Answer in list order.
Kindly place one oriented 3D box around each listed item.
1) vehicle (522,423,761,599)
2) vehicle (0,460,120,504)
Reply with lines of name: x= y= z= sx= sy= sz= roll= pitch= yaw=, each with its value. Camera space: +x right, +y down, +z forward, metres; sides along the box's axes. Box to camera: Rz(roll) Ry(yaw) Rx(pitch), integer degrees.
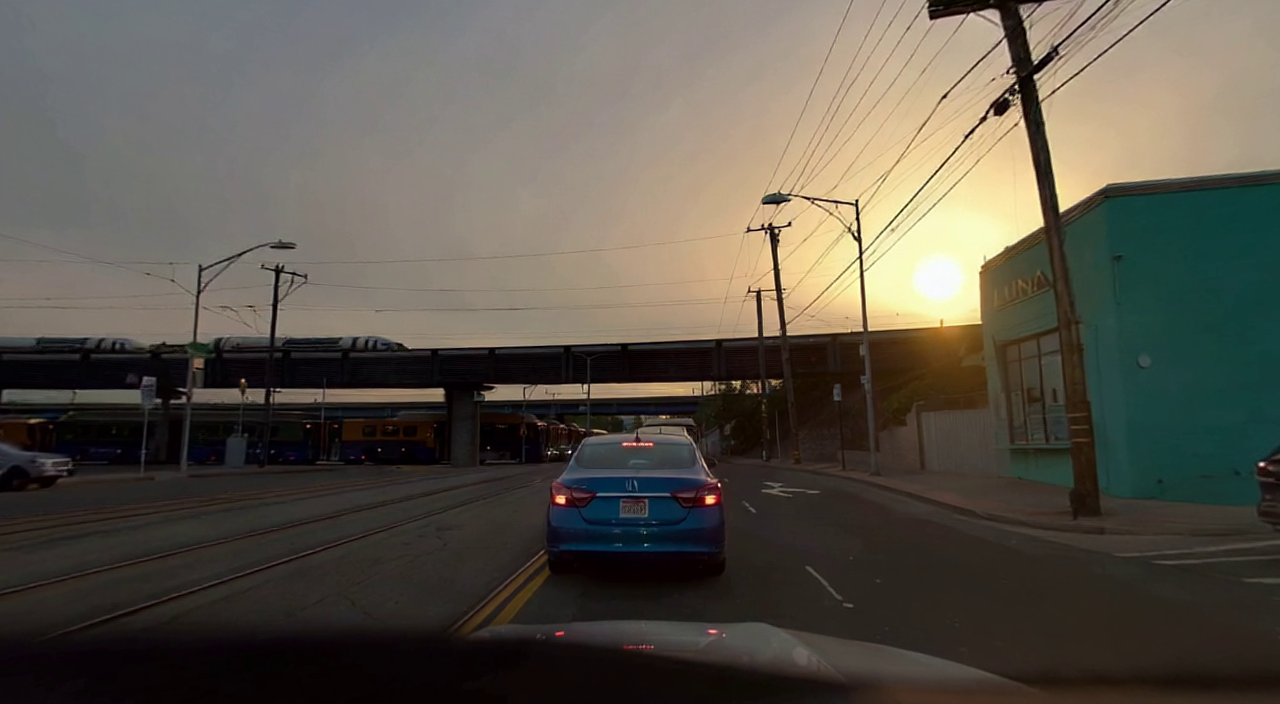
vehicle: x=0.095 y=1.706 z=7.619 sx=2.090 sy=1.518 sz=4.033 roll=-1 pitch=-9 yaw=3
vehicle: x=-21.923 y=4.676 z=22.850 sx=4.566 sy=1.453 sz=1.935 roll=-1 pitch=-9 yaw=5
